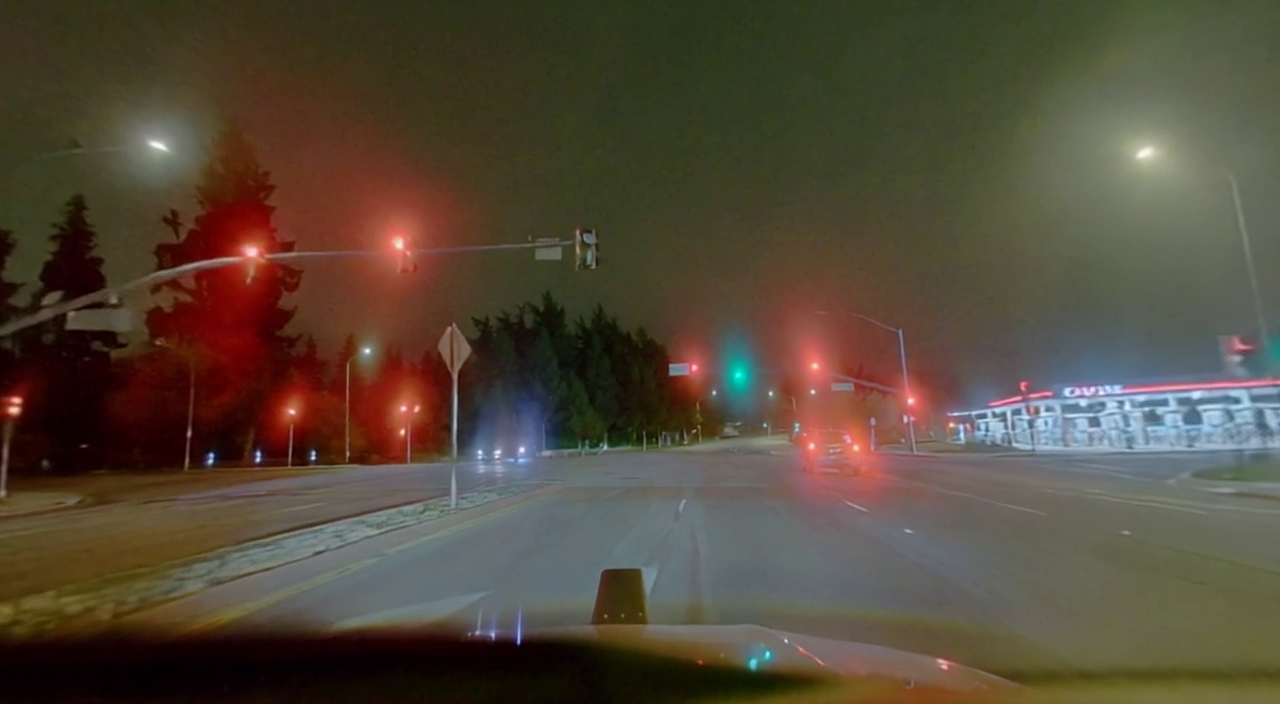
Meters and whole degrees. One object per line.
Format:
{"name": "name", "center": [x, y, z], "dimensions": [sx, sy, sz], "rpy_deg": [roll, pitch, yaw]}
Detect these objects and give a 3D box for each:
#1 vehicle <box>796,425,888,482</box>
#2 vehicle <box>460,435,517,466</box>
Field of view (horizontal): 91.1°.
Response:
{"name": "vehicle", "center": [6.743, 3.434, 21.432], "dimensions": [2.090, 1.717, 4.063], "rpy_deg": [-1, -9, 5]}
{"name": "vehicle", "center": [-9.729, 6.362, 40.617], "dimensions": [2.112, 1.853, 4.516], "rpy_deg": [-1, -9, 6]}
